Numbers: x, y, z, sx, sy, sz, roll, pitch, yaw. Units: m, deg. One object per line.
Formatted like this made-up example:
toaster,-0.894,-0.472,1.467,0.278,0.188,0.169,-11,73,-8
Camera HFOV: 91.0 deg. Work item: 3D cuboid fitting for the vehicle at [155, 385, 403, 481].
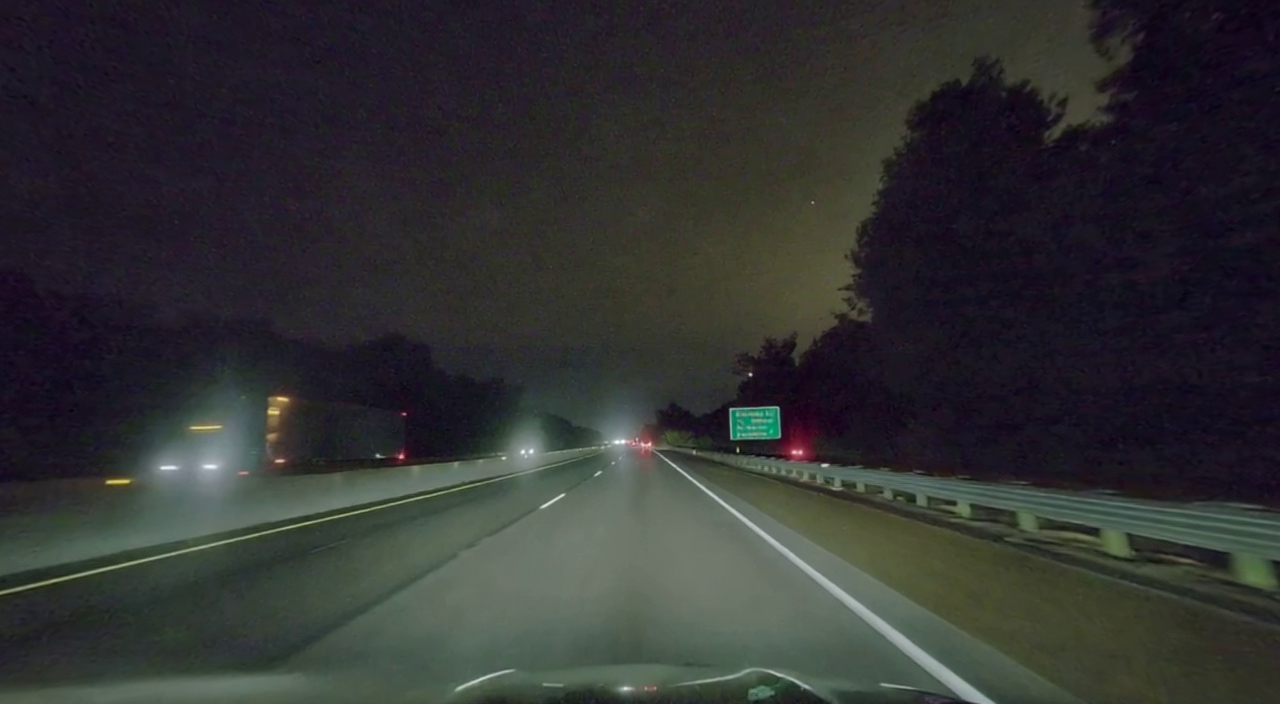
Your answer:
vehicle,-17.511,4.448,33.543,2.986,3.793,17.217,0,-8,1
